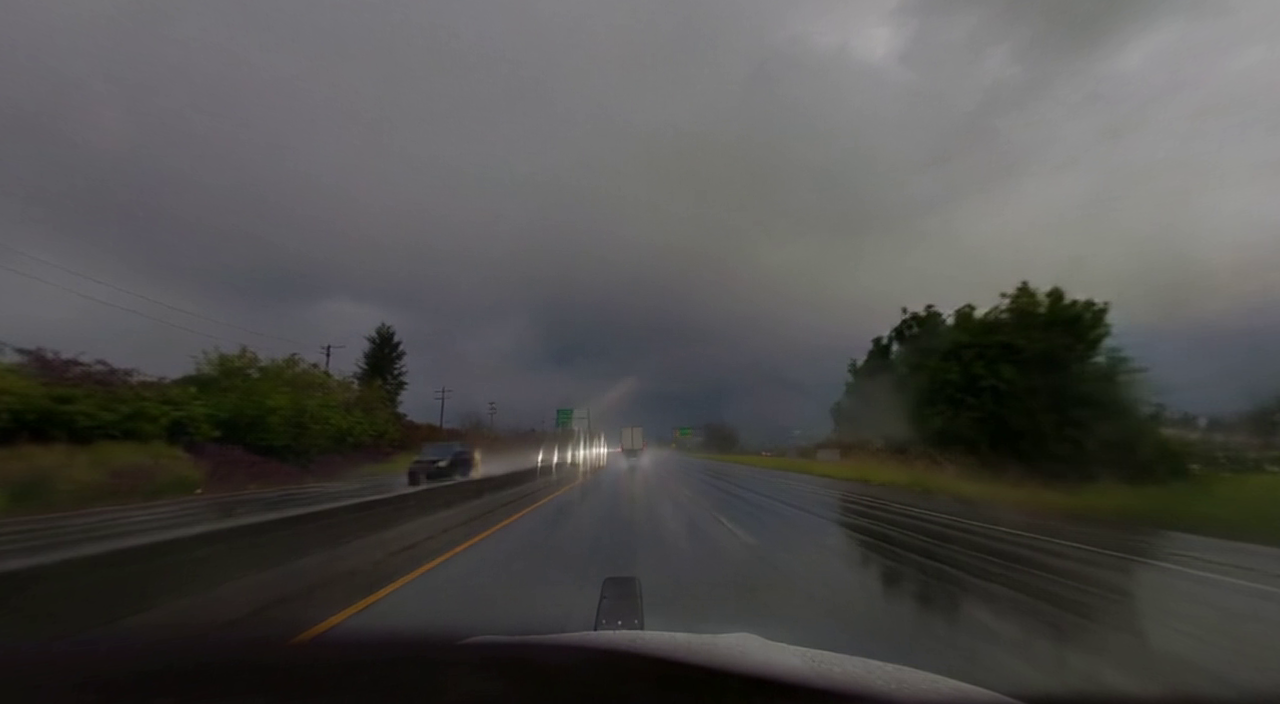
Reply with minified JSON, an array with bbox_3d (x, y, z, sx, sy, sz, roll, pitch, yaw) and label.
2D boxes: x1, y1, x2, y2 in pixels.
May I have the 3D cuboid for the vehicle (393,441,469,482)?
[{"bbox_3d":[-9.916,5.215,30.188,2.060,1.779,4.631,0,-9,0],"label":"vehicle"}]
